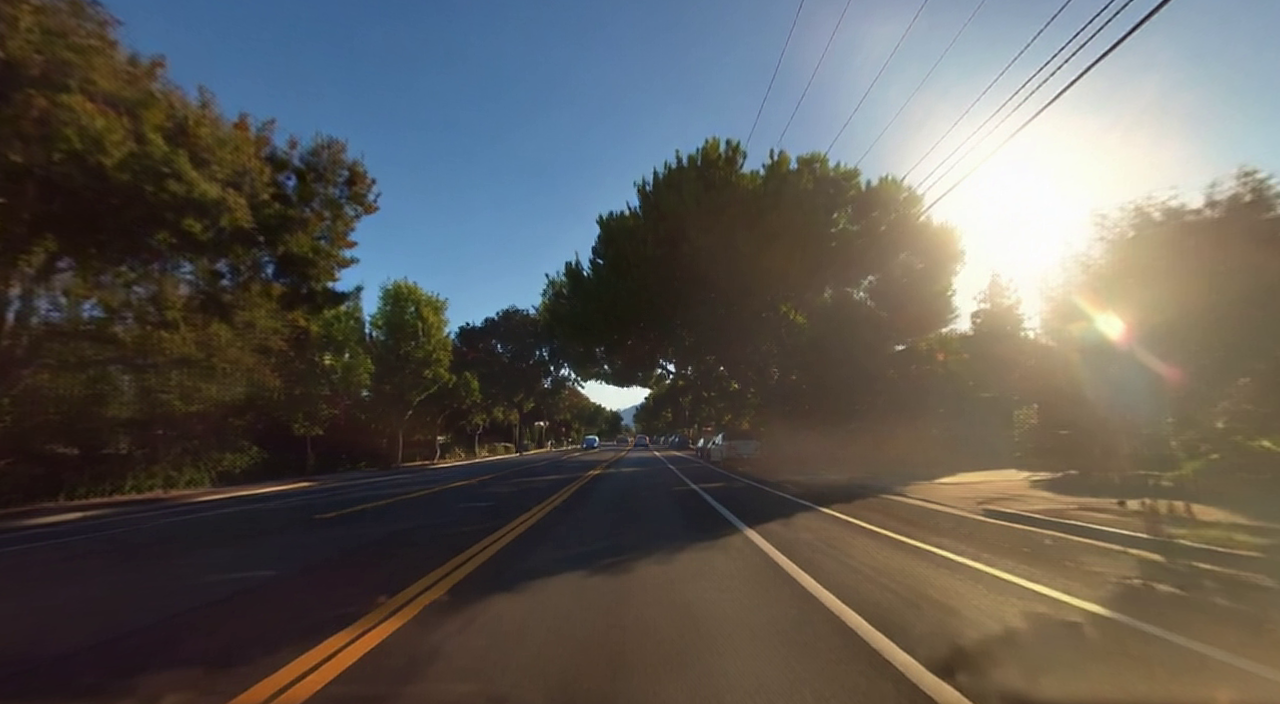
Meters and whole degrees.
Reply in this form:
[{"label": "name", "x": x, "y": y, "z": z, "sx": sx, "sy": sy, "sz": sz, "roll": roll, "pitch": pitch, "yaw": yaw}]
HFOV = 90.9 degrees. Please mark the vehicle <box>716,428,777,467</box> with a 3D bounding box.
[{"label": "vehicle", "x": 5.240, "y": 4.794, "z": 31.650, "sx": 2.160, "sy": 1.800, "sz": 4.646, "roll": 0, "pitch": -8, "yaw": -1}]
